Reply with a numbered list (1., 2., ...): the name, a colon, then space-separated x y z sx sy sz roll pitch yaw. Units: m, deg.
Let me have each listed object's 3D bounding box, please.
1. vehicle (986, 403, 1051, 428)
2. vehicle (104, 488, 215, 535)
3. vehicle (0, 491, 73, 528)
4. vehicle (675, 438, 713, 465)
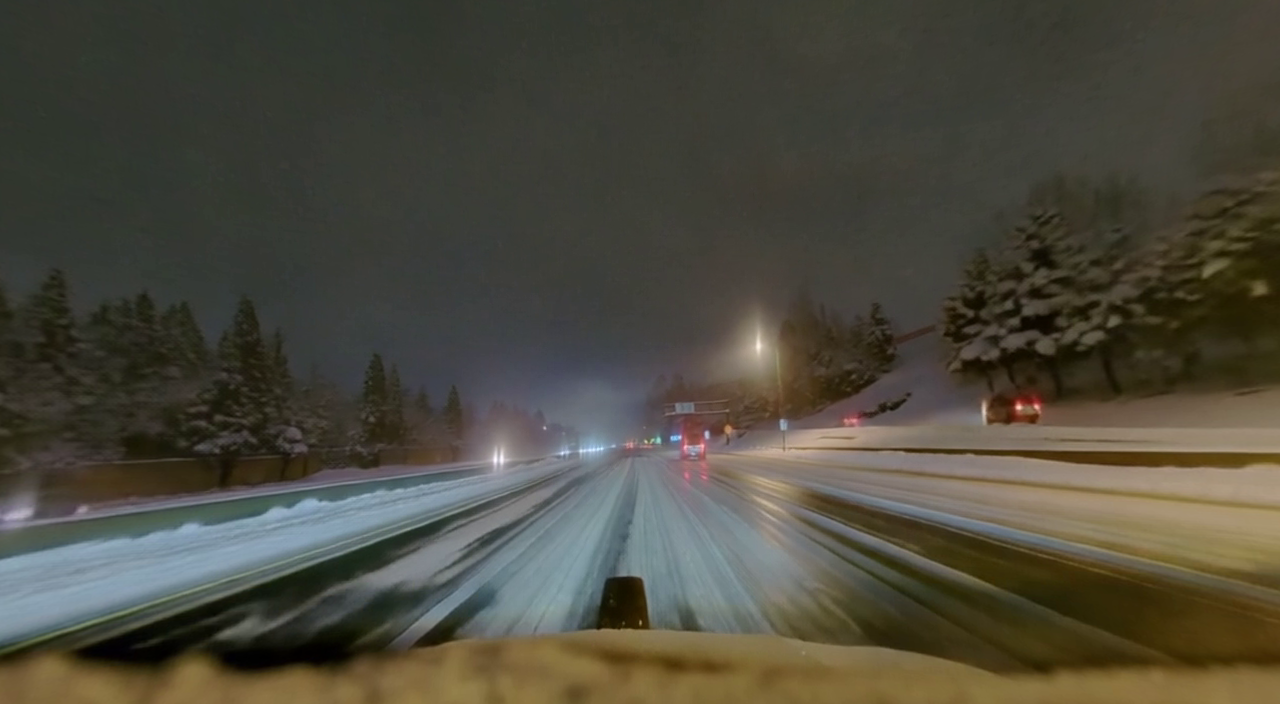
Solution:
1. vehicle: 25.959 4.399 43.403 1.887 1.537 3.996 0 -8 -2
2. vehicle: -20.749 6.869 27.457 1.740 1.594 3.888 0 -8 -1
3. vehicle: -34.701 8.771 35.274 1.893 1.612 4.413 0 -8 -3
4. vehicle: 3.607 6.754 43.044 2.099 1.748 4.331 0 -8 -2
